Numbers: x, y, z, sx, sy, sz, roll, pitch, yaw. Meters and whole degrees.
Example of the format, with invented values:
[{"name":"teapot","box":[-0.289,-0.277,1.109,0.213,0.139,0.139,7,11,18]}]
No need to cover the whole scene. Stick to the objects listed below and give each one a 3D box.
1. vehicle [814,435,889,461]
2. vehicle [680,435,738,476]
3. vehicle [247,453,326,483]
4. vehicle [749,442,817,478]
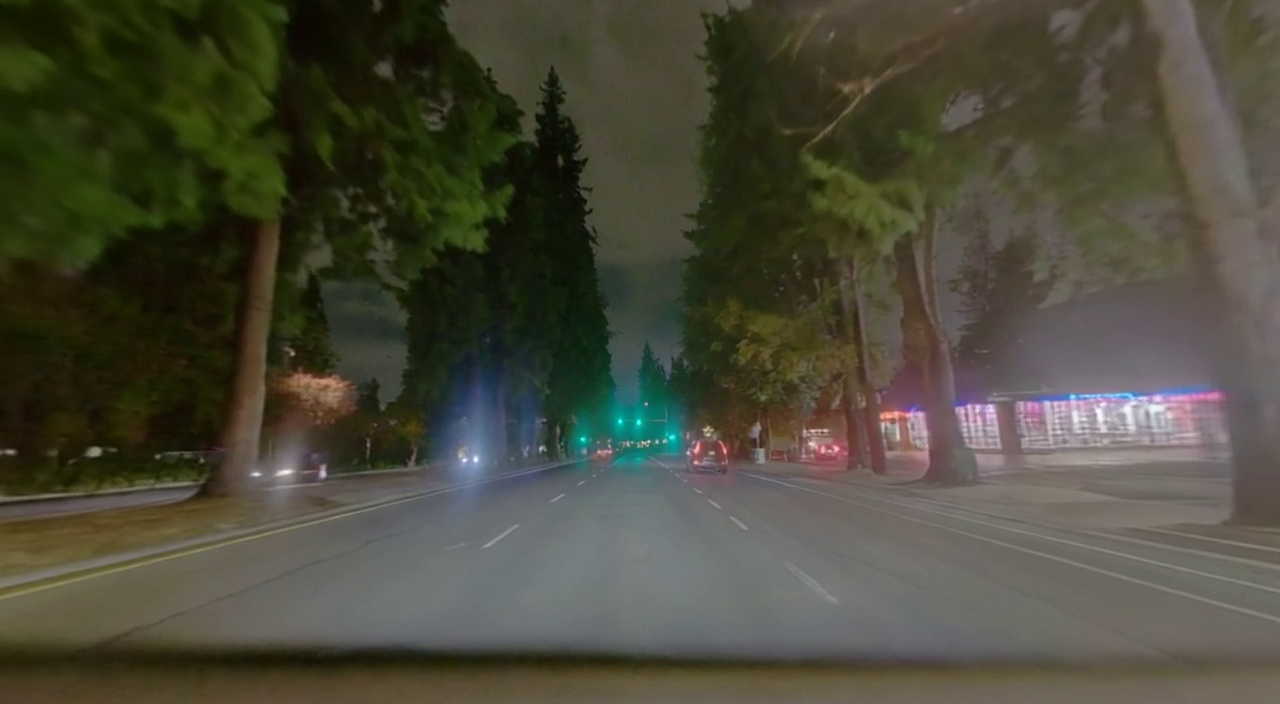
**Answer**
[{"name":"vehicle","box":[15.392,6.963,45.850,4.659,1.739,2.147,-7,-11,41]},{"name":"vehicle","box":[3.122,4.782,29.345,2.083,1.743,4.354,0,-8,-1]},{"name":"vehicle","box":[-19.730,6.453,35.347,1.875,1.475,4.433,0,-8,-1]},{"name":"vehicle","box":[6.581,5.007,29.544,1.948,1.526,4.641,0,-8,-2]}]
